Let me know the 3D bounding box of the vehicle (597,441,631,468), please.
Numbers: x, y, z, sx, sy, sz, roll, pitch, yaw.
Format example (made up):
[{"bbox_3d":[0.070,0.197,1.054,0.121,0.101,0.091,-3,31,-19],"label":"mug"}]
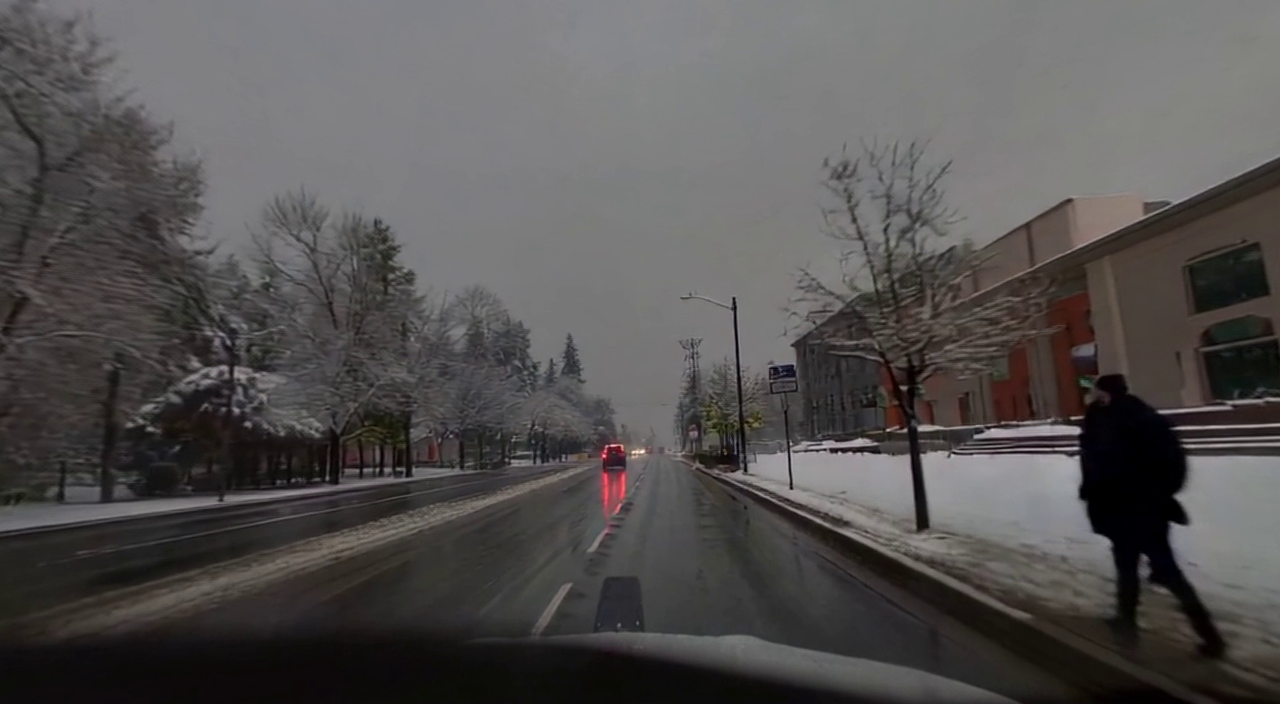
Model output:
[{"bbox_3d":[-1.744,7.169,44.374,2.101,1.721,4.364,0,-8,2],"label":"vehicle"}]
